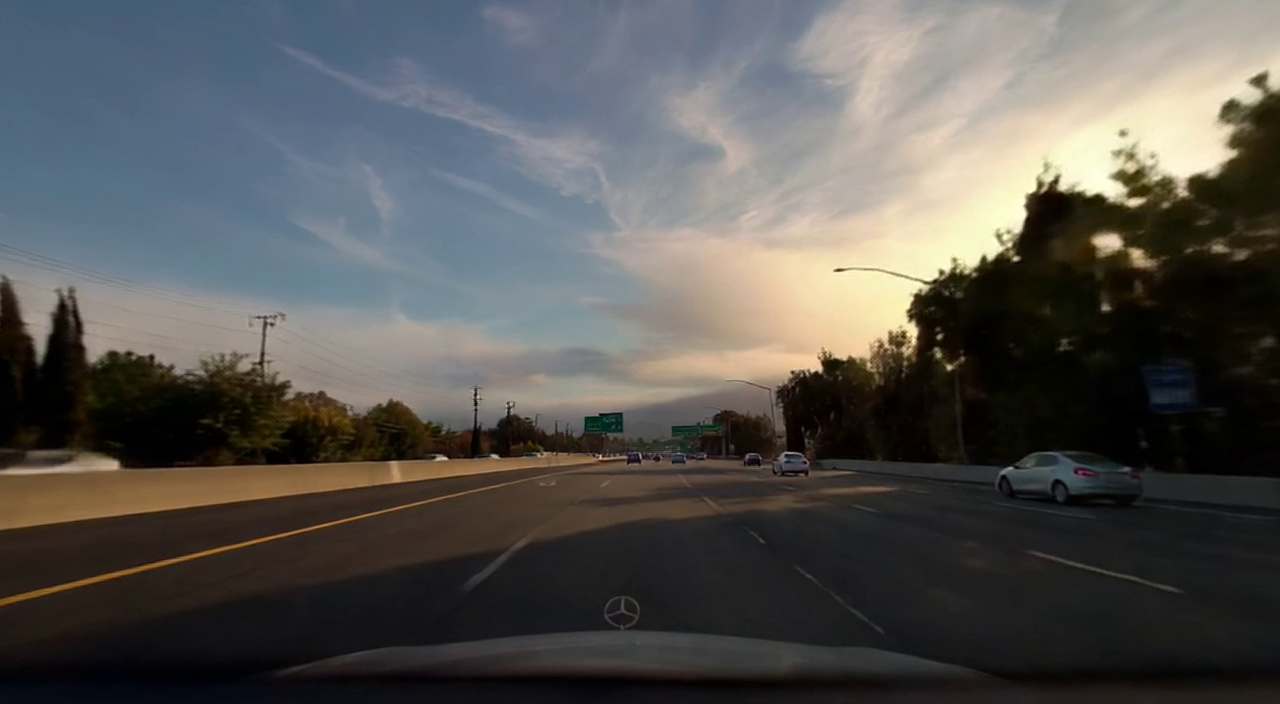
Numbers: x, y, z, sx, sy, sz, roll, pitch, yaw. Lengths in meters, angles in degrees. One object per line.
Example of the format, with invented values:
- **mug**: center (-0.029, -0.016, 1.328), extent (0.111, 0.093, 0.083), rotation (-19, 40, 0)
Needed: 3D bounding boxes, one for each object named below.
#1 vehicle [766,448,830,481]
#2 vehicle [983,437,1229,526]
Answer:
- **vehicle**: center (7.703, 5.507, 31.281), extent (1.861, 1.500, 4.860), rotation (0, -9, 0)
- **vehicle**: center (9.944, 2.762, 14.095), extent (2.090, 1.643, 4.513), rotation (0, -9, 2)
